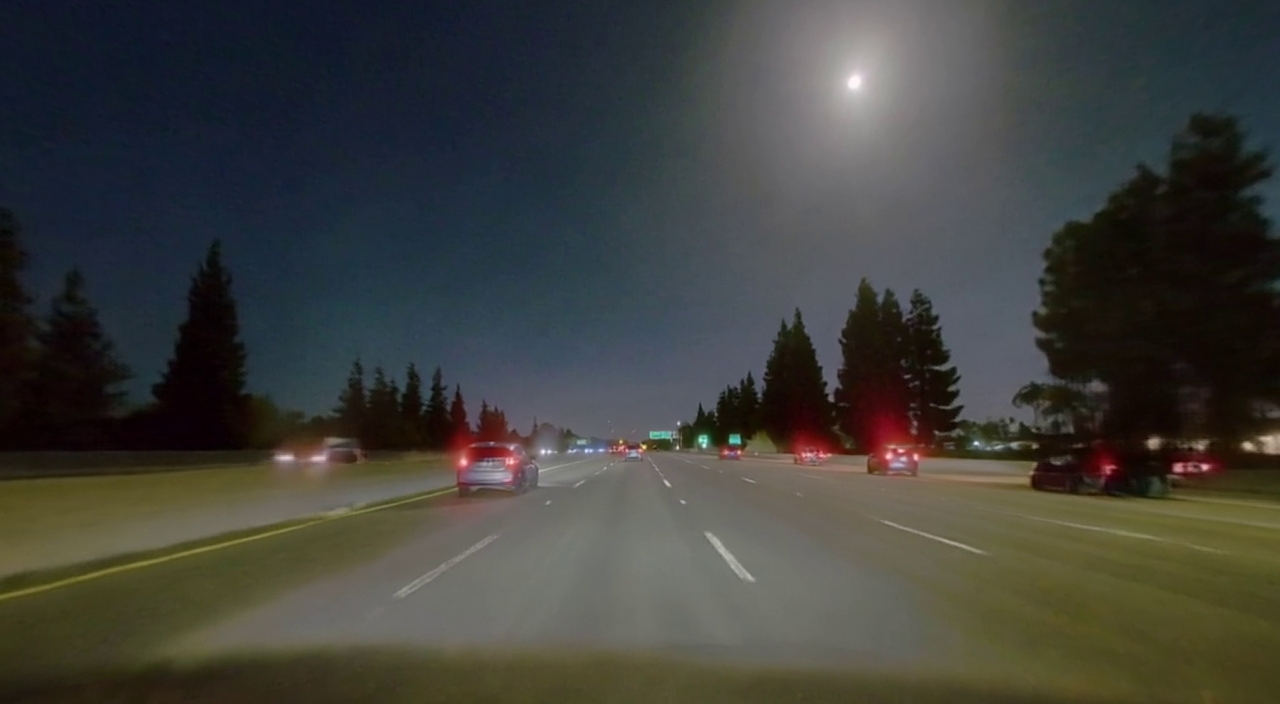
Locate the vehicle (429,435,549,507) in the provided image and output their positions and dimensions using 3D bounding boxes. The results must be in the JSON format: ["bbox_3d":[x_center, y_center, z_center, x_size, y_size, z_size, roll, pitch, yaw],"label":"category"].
[{"bbox_3d":[-3.746,3.041,16.639,1.996,1.617,4.637,0,-9,0],"label":"vehicle"}]

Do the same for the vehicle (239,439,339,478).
[{"bbox_3d":[-17.313,5.269,31.503,2.228,1.795,4.910,0,-9,-1],"label":"vehicle"}]
